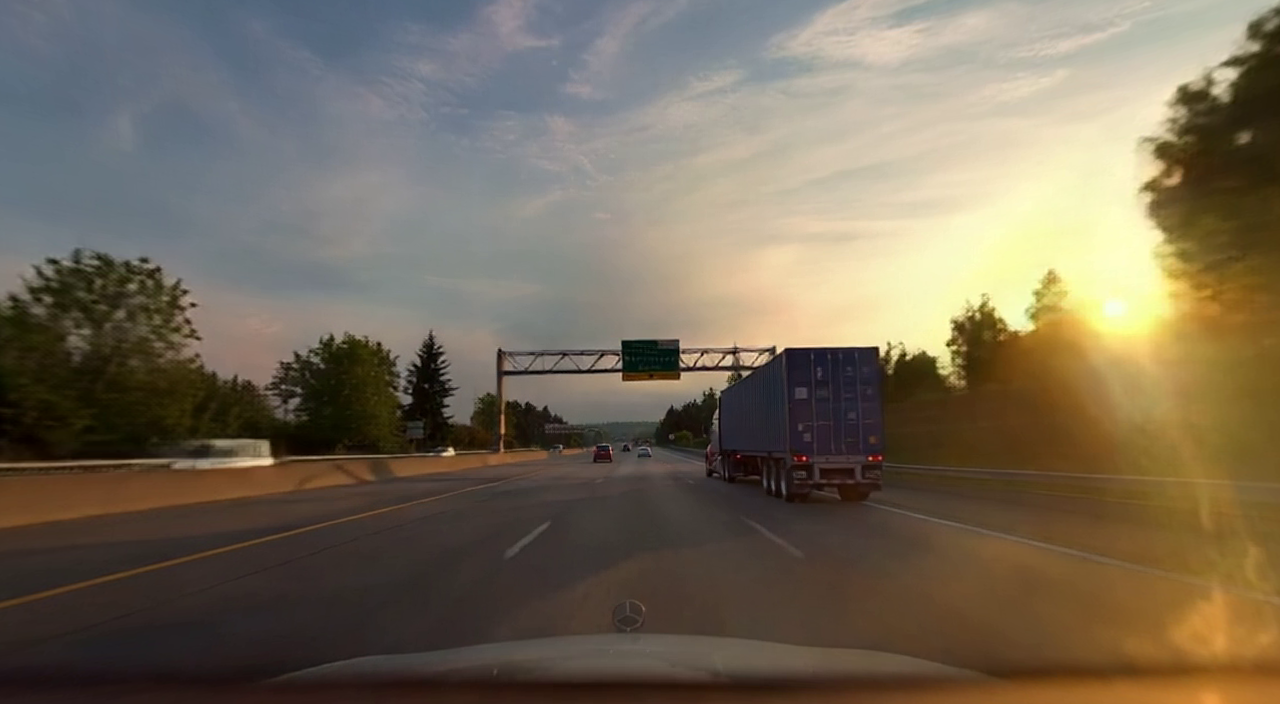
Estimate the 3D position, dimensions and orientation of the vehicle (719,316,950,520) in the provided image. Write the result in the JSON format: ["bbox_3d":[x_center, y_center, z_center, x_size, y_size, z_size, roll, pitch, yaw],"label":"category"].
[{"bbox_3d":[4.600,2.253,18.869,2.821,4.046,12.876,0,-9,0],"label":"vehicle"}]

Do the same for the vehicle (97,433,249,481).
[{"bbox_3d":[-15.959,3.630,21.883,2.043,1.464,4.183,-1,-9,0],"label":"vehicle"}]
